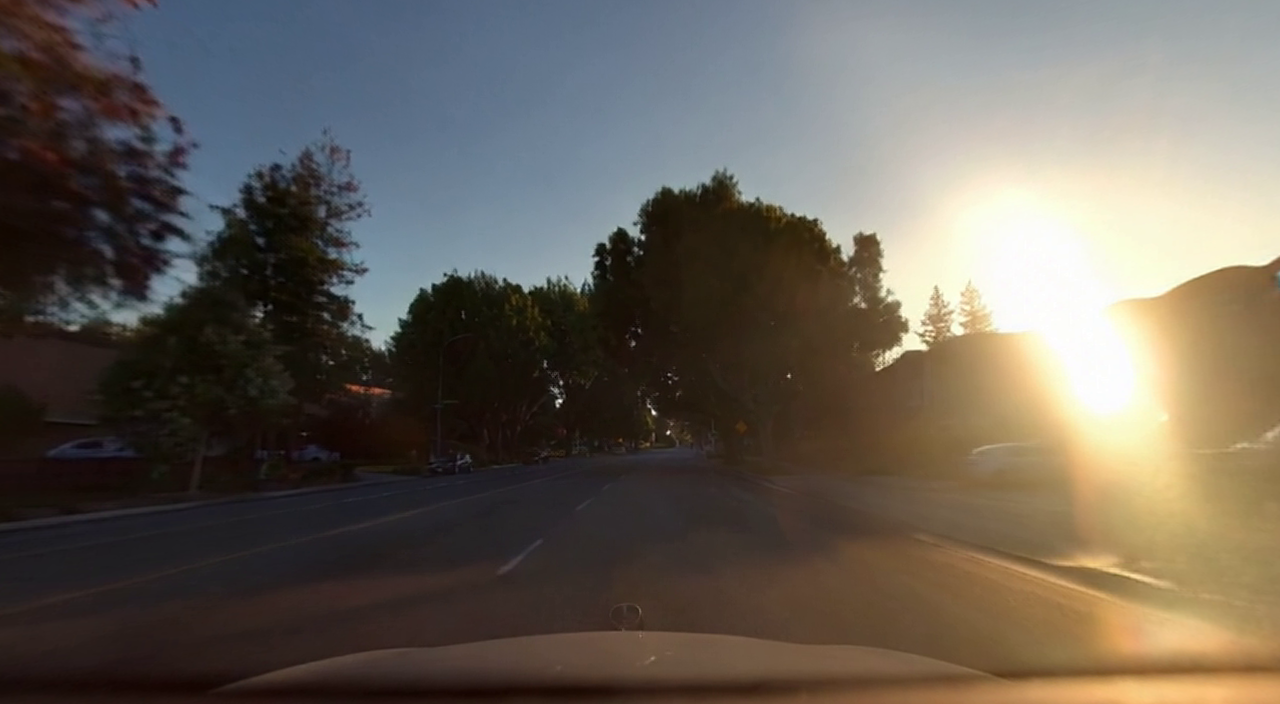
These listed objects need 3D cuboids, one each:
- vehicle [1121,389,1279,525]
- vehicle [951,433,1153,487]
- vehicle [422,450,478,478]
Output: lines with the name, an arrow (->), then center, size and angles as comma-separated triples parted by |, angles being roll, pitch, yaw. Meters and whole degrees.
vehicle -> 11.015, 1.565, 9.644 | 5.369, 1.860, 2.163 | -1, -8, 4
vehicle -> 11.762, 3.117, 18.321 | 4.455, 1.442, 1.837 | -1, -8, 5
vehicle -> -11.987, 7.064, 40.130 | 1.859, 1.496, 4.390 | -5, -9, 4
